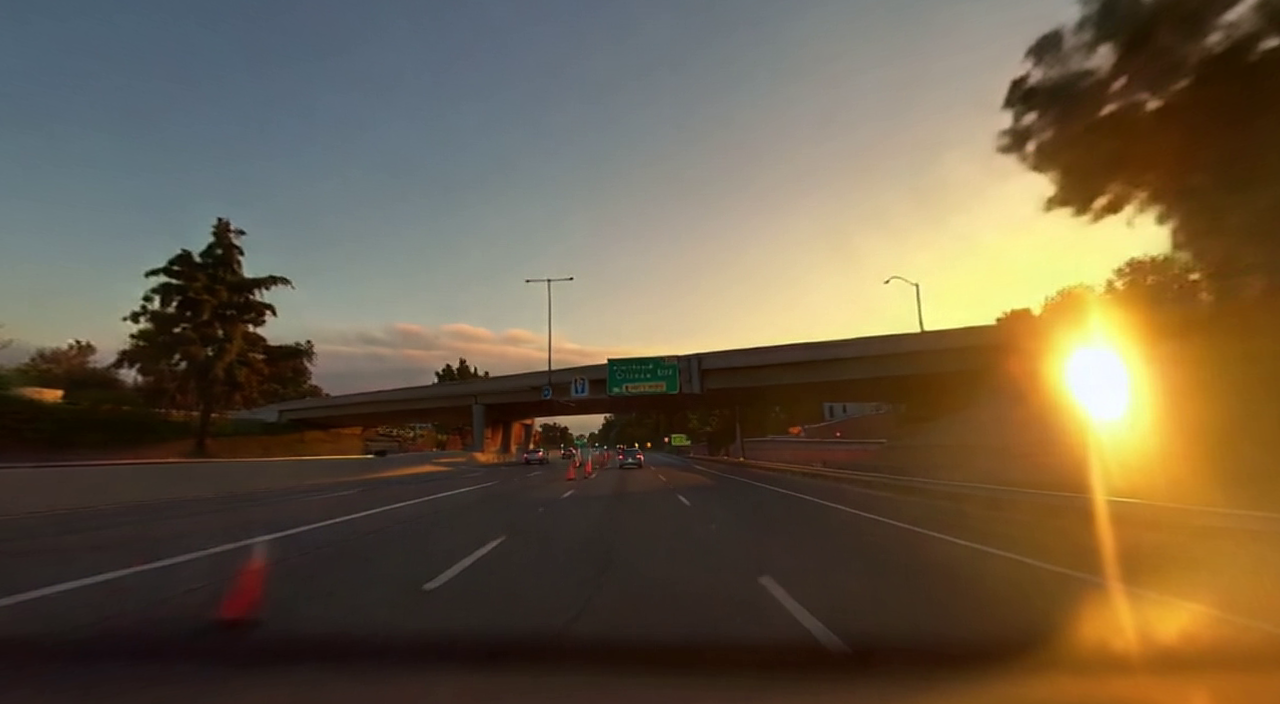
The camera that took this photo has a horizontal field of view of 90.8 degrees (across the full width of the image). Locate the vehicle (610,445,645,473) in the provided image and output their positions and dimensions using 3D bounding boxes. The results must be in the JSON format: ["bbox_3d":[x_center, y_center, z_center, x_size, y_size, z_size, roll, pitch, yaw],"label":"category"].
[{"bbox_3d":[-0.775,6.643,39.528,2.109,1.638,3.856,0,-9,-1],"label":"vehicle"}]

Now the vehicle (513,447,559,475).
[{"bbox_3d":[-6.053,6.379,37.170,1.997,1.507,4.248,0,-9,-1],"label":"vehicle"}]
